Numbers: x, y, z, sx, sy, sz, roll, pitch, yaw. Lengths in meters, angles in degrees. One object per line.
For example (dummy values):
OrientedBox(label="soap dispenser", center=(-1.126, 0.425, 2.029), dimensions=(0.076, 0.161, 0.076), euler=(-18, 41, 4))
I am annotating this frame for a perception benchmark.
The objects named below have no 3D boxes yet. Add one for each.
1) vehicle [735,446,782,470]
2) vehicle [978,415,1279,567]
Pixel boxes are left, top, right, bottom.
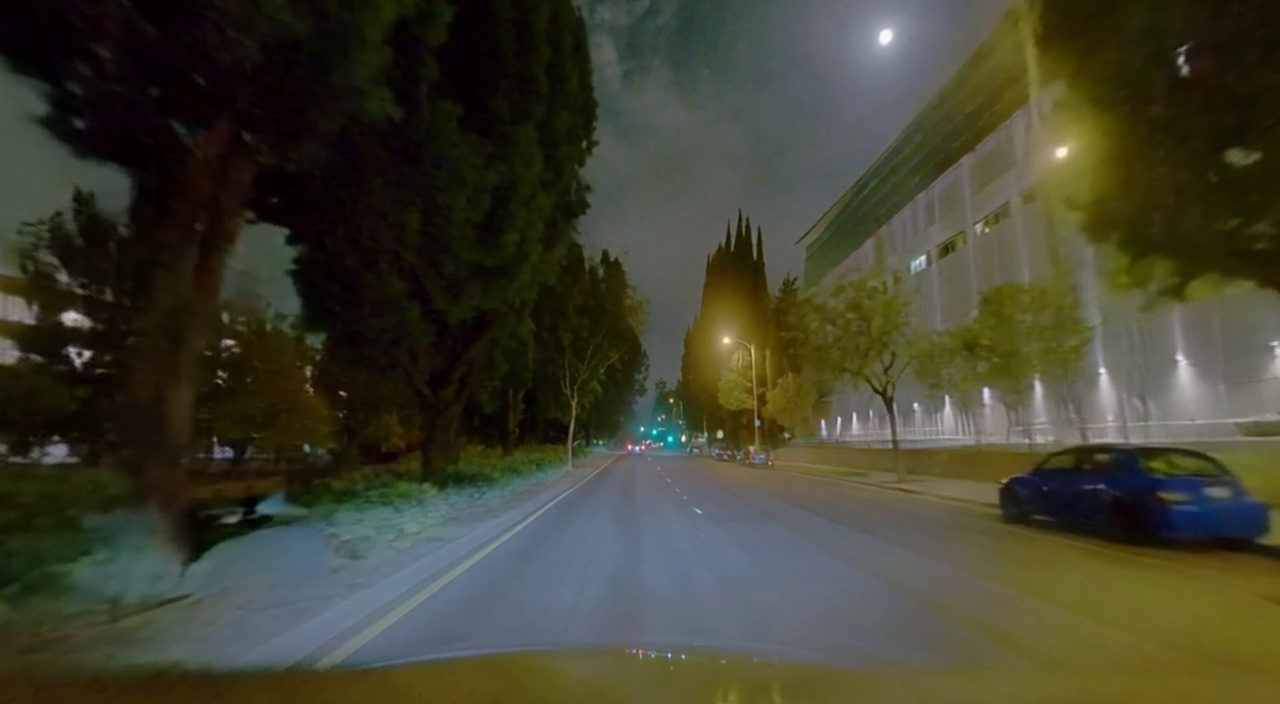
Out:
OrientedBox(label="vehicle", center=(7.498, 6.721, 40.399), dimensions=(1.991, 1.446, 4.685), euler=(0, -8, -1))
OrientedBox(label="vehicle", center=(7.877, 2.054, 10.158), dimensions=(2.167, 1.848, 4.713), euler=(0, -8, -1))
